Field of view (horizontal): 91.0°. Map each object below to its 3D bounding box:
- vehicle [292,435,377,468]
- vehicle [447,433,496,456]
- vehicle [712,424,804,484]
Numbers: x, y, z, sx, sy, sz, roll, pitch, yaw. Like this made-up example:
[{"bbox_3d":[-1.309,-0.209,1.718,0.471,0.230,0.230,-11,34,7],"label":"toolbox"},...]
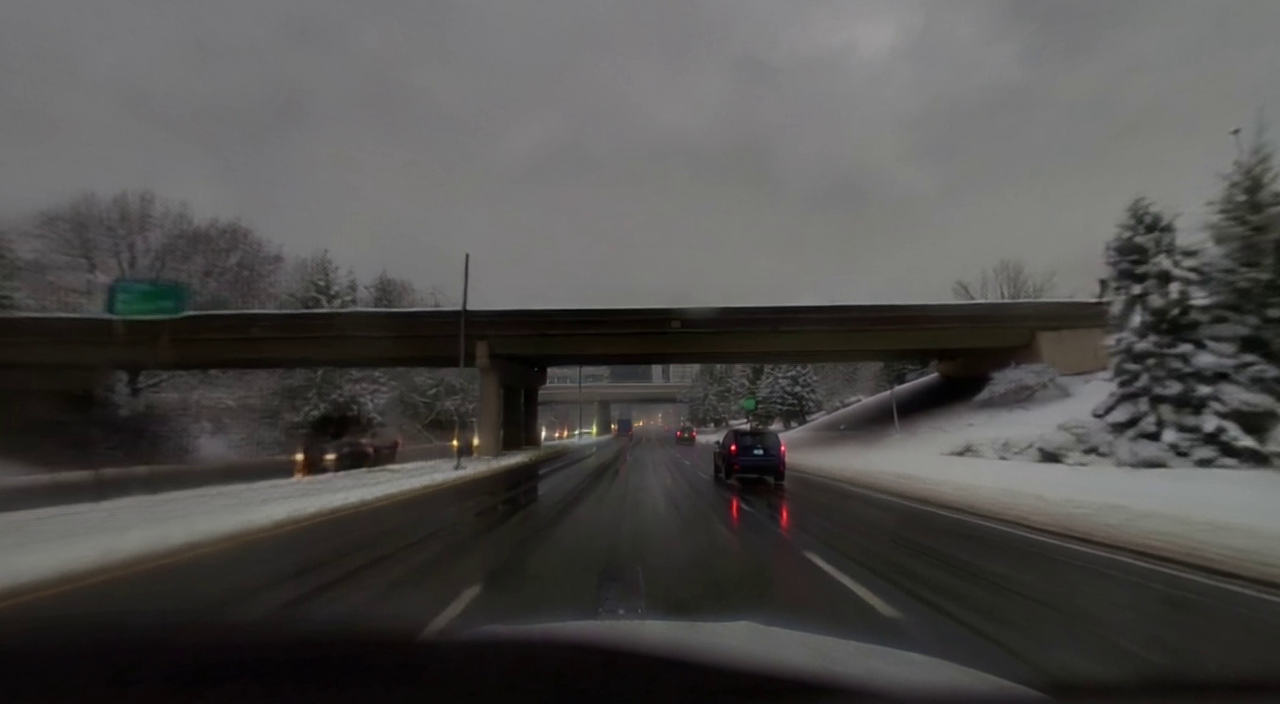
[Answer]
[{"bbox_3d":[-14.932,4.898,31.106,1.885,1.497,4.494,0,-8,1],"label":"vehicle"},{"bbox_3d":[-11.372,6.290,42.869,1.909,1.486,4.590,0,-8,2],"label":"vehicle"},{"bbox_3d":[3.677,3.287,20.556,2.110,1.712,4.489,0,-8,0],"label":"vehicle"}]
